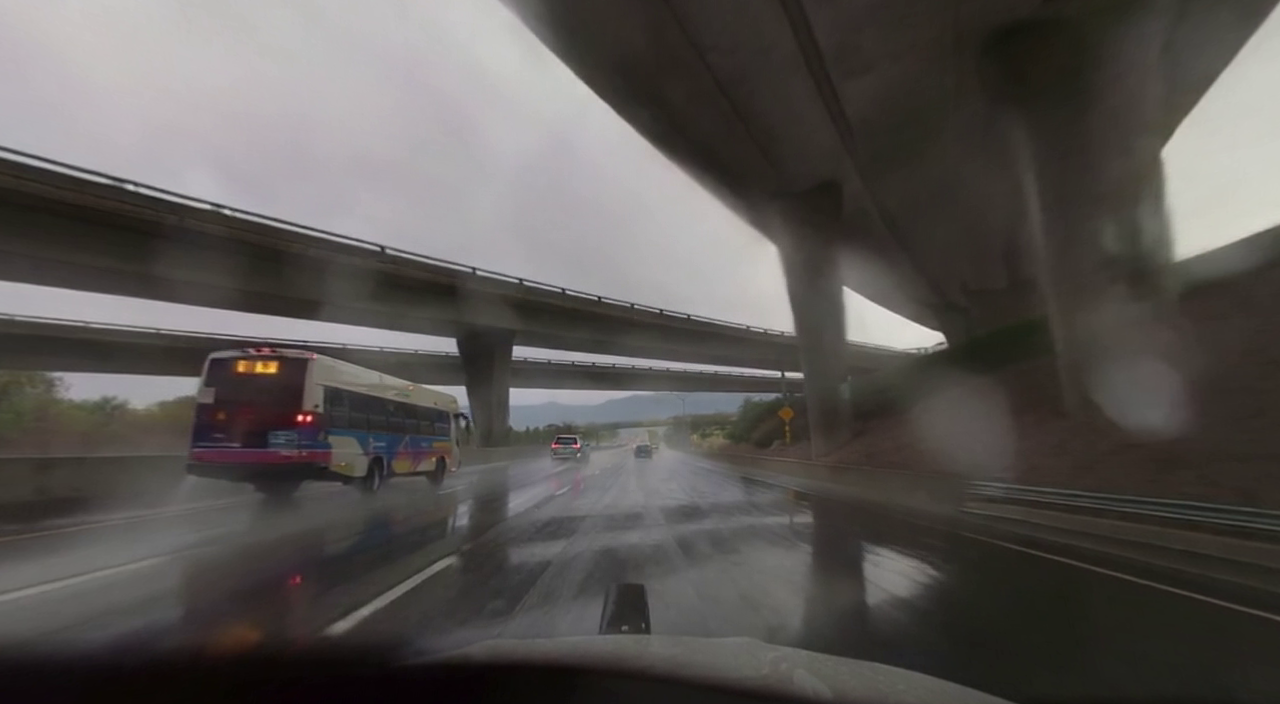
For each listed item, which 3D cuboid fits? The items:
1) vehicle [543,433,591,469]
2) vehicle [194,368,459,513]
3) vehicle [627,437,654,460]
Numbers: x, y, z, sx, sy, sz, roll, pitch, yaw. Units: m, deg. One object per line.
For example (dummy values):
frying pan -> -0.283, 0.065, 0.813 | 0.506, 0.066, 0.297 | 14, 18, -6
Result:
vehicle -> -4.202, 5.803, 37.037 | 2.147, 1.918, 4.834 | 0, -9, 1
vehicle -> -7.498, 2.419, 16.796 | 2.872, 2.890, 7.923 | 1, -9, 0
vehicle -> 0.007, 7.599, 49.695 | 2.052, 1.711, 4.223 | 0, -9, -1
